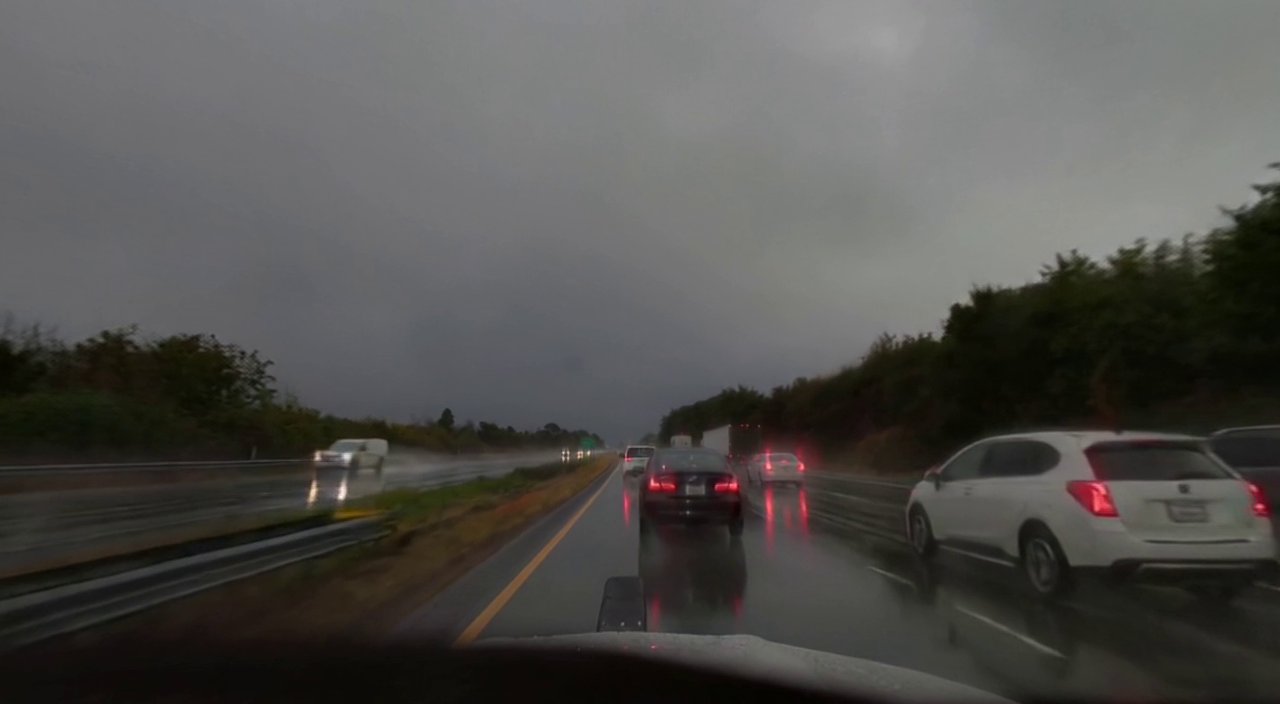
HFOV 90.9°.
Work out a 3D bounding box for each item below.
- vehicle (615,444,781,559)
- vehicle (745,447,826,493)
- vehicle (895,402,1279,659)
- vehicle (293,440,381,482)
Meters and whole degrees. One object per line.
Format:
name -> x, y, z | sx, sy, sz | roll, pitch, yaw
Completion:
vehicle -> 0.702, 2.194, 9.906 | 2.094, 1.426, 3.725 | 0, -9, -1
vehicle -> 5.223, 4.276, 23.221 | 1.908, 1.500, 4.157 | 0, -9, -2
vehicle -> 4.625, 1.522, 6.487 | 1.998, 1.657, 4.604 | 0, -9, -1
vehicle -> -12.163, 4.385, 25.548 | 1.744, 1.527, 3.666 | 0, -9, -1
